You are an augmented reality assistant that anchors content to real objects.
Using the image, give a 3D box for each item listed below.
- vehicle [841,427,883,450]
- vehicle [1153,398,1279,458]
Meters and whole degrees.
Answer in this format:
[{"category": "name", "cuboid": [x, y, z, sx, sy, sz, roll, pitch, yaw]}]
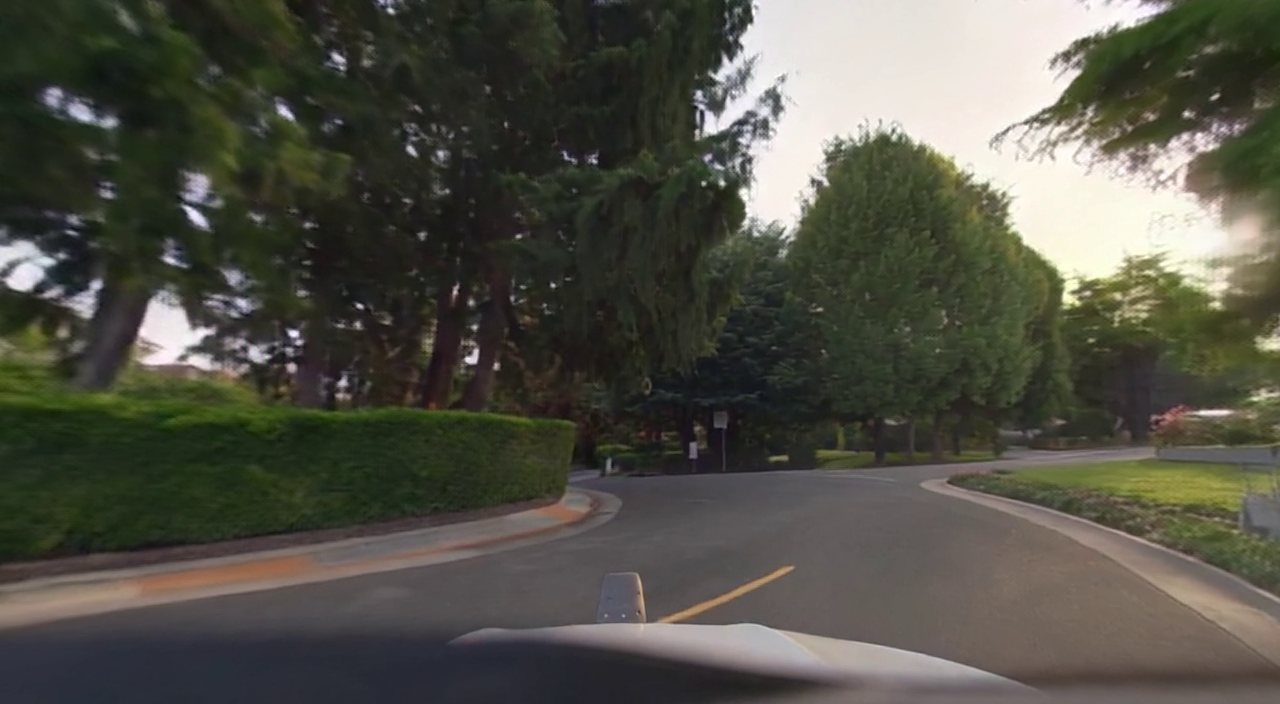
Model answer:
[{"category": "vehicle", "cuboid": [15.951, 6.225, 45.463, 1.802, 1.548, 3.501, 1, -8, 1]}, {"category": "vehicle", "cuboid": [19.863, 2.529, 20.585, 2.023, 1.756, 4.799, 0, -8, -3]}]
